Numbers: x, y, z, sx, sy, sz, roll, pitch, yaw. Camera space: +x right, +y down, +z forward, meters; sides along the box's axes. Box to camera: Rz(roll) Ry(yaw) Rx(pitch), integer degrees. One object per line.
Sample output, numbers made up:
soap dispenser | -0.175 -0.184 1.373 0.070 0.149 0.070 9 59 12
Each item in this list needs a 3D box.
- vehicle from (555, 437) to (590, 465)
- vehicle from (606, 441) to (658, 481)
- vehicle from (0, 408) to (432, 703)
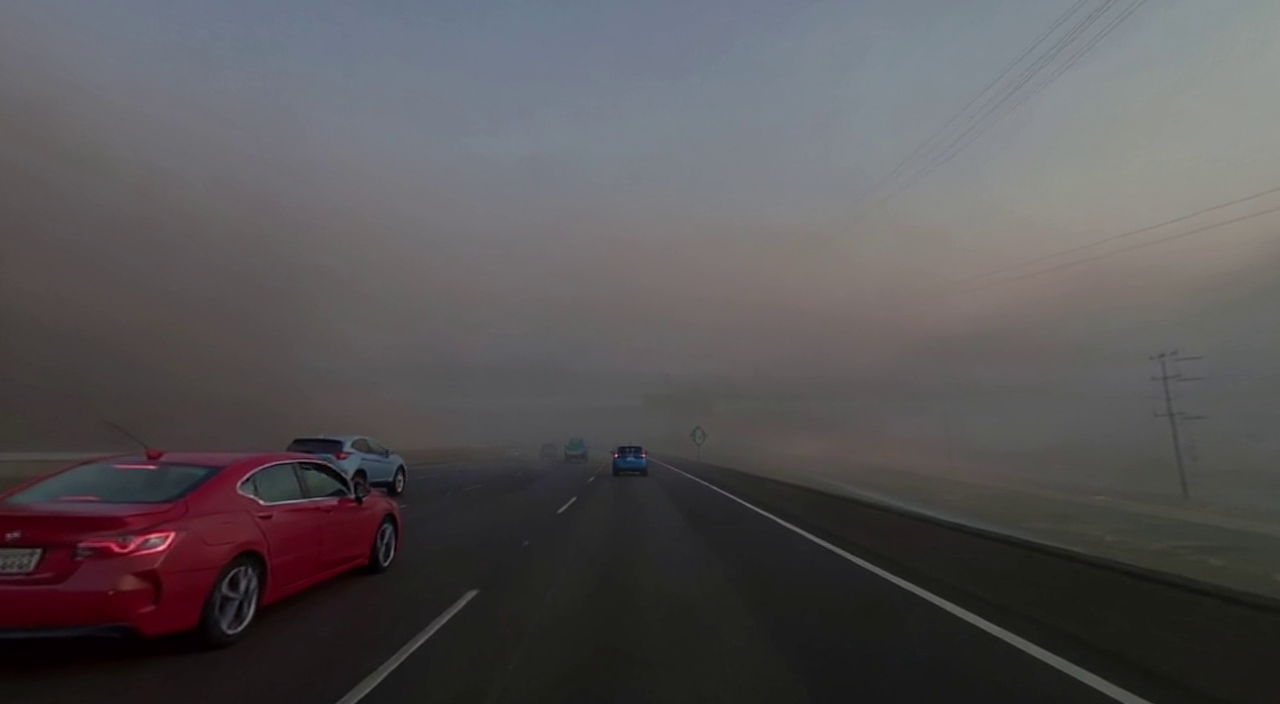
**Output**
vehicle | -4.676 6.898 43.862 2.174 1.806 3.932 0 -9 -3
vehicle | -0.384 4.373 25.503 1.954 1.460 3.983 0 -8 -2
vehicle | -3.572 1.367 5.311 2.035 1.514 4.600 0 -8 0
